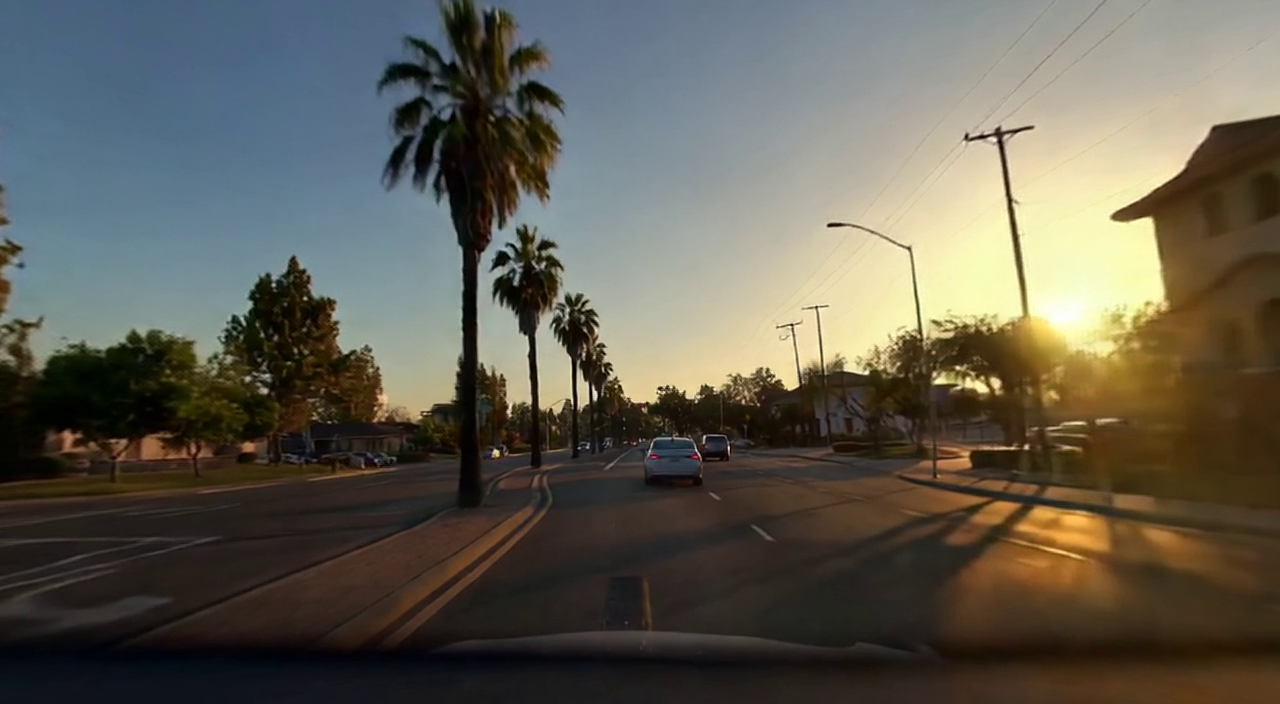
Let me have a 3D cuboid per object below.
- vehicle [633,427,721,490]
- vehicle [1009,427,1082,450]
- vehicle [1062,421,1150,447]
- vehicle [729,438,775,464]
[{"bbox_3d":[0.978,3.208,19.252,2.289,1.679,4.180,0,-8,-2],"label":"vehicle"},{"bbox_3d":[27.655,5.931,43.080,1.781,1.520,3.979,2,-9,-13],"label":"vehicle"},{"bbox_3d":[32.753,5.829,44.484,1.946,1.740,4.813,2,-9,-10],"label":"vehicle"},{"bbox_3d":[6.641,5.932,37.803,1.897,1.477,4.360,0,-8,-1],"label":"vehicle"}]
